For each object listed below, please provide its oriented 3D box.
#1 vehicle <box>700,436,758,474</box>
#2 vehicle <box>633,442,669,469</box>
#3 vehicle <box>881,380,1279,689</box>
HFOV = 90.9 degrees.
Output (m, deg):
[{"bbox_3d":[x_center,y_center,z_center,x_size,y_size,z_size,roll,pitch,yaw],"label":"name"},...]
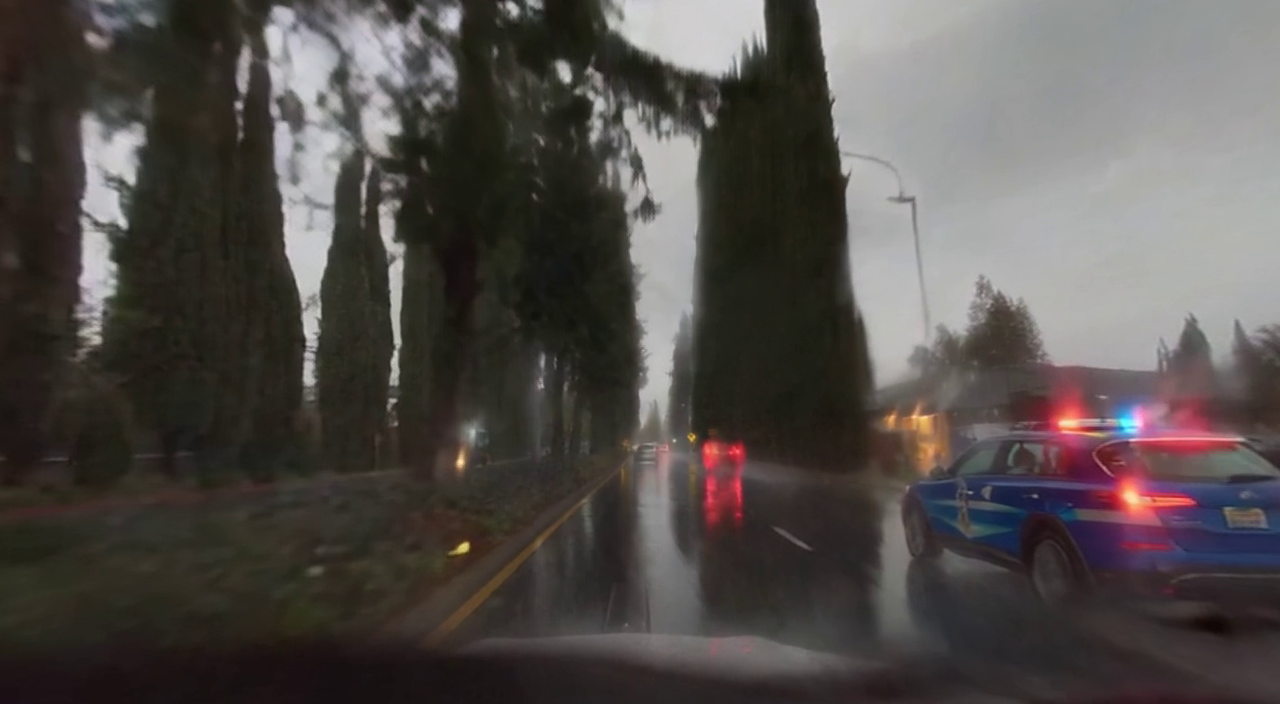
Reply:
[{"bbox_3d":[4.189,4.926,30.327,2.110,1.666,3.912,0,-9,-1],"label":"vehicle"},{"bbox_3d":[0.586,6.127,37.537,2.026,1.466,4.282,0,-9,0],"label":"vehicle"},{"bbox_3d":[3.956,1.277,5.499,2.052,1.639,4.123,0,-9,0],"label":"vehicle"}]
